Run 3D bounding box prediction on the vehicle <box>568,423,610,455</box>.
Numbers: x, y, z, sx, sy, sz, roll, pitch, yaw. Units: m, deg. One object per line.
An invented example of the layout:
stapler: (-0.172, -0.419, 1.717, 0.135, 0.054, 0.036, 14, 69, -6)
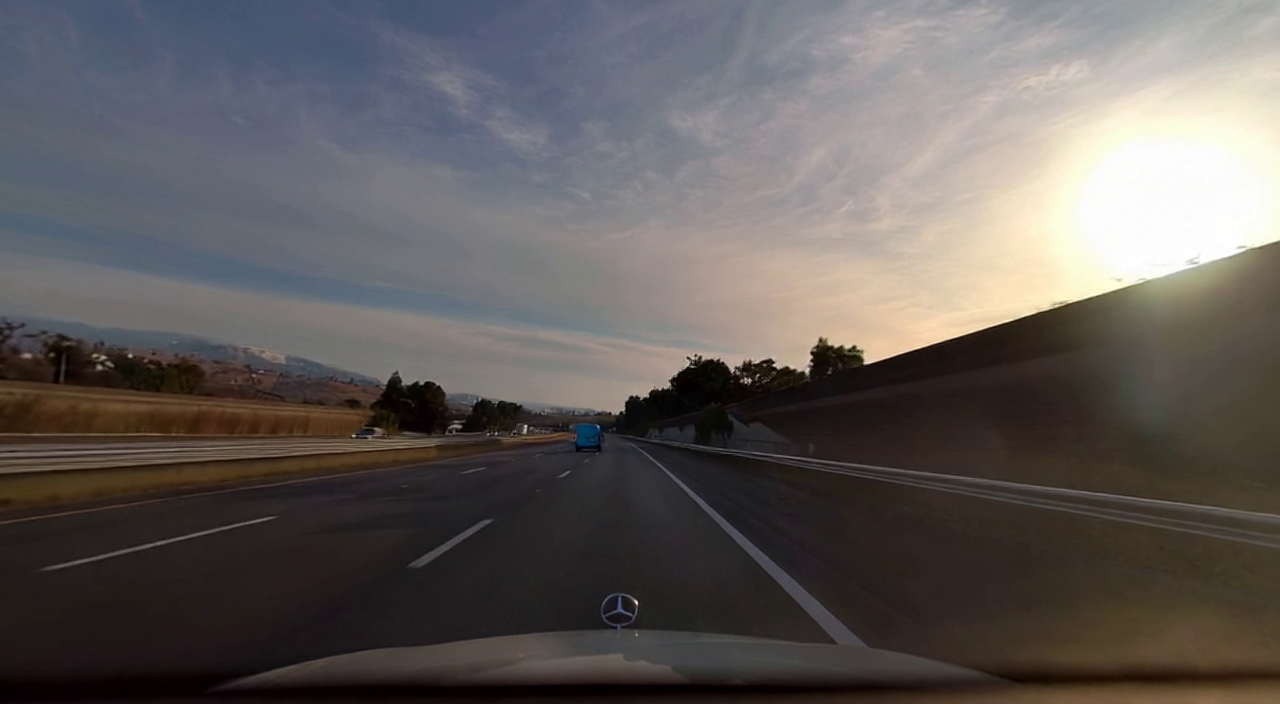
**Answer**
vehicle: (-3.413, 5.945, 43.187, 2.309, 2.053, 4.884, 0, -8, 2)
